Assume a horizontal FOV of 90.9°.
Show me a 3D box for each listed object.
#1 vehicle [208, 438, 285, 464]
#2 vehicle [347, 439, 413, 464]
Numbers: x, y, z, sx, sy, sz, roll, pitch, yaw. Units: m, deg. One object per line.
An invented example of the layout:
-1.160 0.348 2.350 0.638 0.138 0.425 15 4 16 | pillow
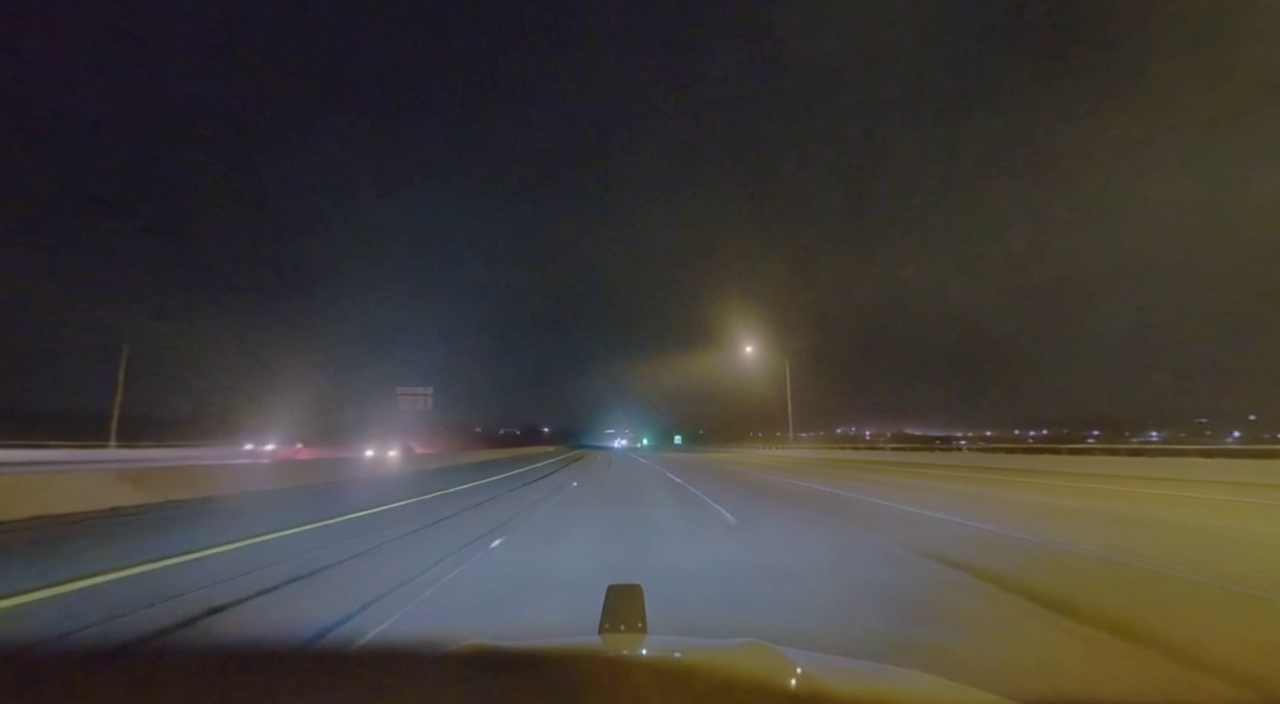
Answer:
-25.541 6.439 41.165 2.064 1.592 4.701 0 -8 -1 | vehicle
-16.566 6.357 40.440 2.132 1.496 5.069 0 -8 -1 | vehicle
